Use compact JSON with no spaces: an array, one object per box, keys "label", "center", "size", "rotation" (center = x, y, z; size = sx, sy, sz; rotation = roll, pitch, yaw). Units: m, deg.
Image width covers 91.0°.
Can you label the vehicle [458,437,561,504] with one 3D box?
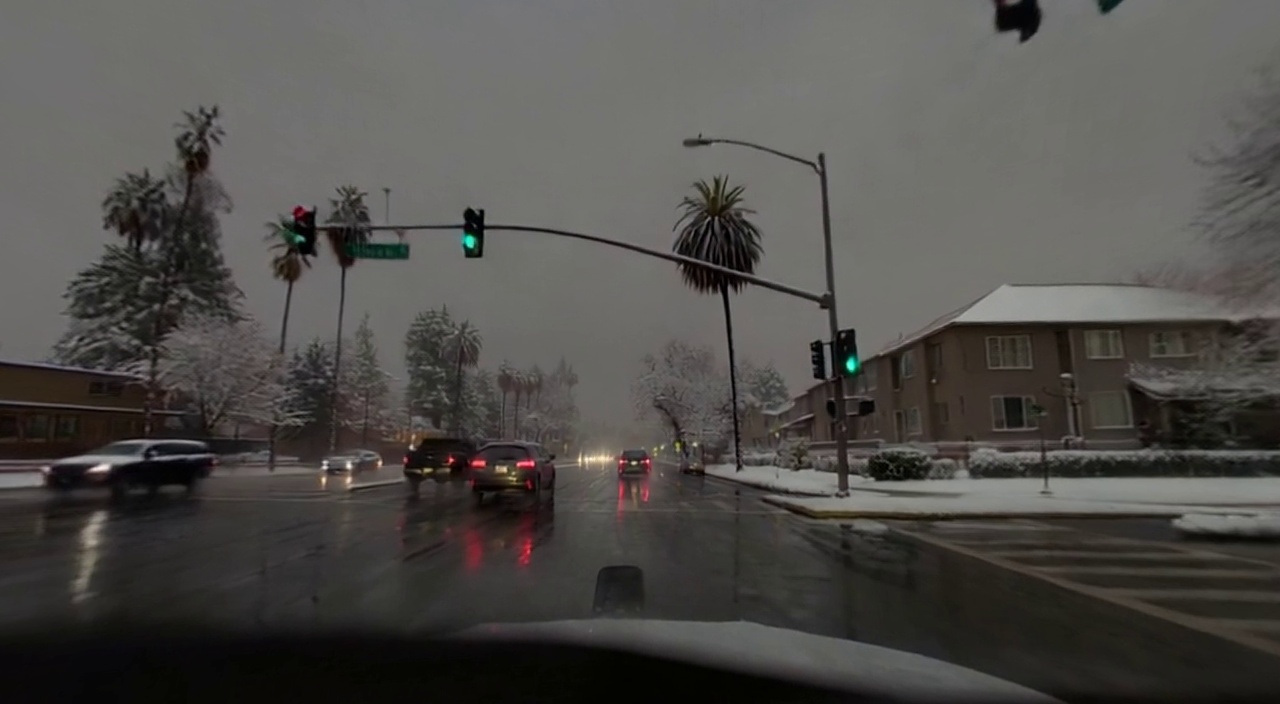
[{"label":"vehicle","center":[-3.856,3.626,19.571],"size":[2.116,1.806,4.516],"rotation":[0,-9,1]}]

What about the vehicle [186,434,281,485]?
[{"label":"vehicle","center":[-26.109,6.930,40.752],"size":[2.512,2.978,5.172],"rotation":[1,-9,0]}]

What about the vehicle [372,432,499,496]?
[{"label":"vehicle","center":[-7.249,4.106,23.353],"size":[2.457,2.010,6.330],"rotation":[0,-9,1]}]

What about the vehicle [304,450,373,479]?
[{"label":"vehicle","center":[-18.449,6.882,38.774],"size":[2.064,1.670,4.242],"rotation":[0,-9,0]}]

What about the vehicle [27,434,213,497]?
[{"label":"vehicle","center":[-17.779,3.906,22.007],"size":[2.021,1.917,5.144],"rotation":[0,-9,0]}]

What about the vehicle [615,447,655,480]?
[{"label":"vehicle","center":[-0.324,6.690,38.007],"size":[2.280,1.803,4.240],"rotation":[0,-9,-1]}]
